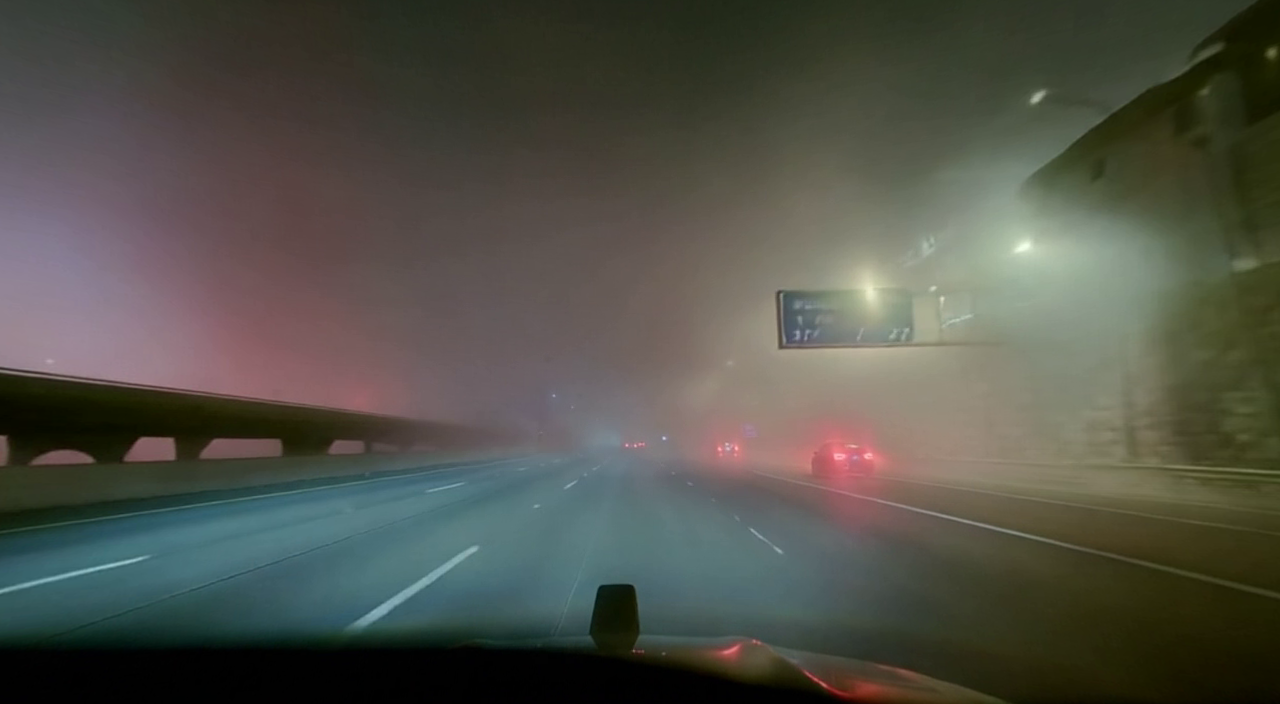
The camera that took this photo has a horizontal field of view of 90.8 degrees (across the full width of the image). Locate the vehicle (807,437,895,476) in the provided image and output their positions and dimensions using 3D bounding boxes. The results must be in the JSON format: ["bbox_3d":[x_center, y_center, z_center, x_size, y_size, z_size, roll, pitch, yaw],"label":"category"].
[{"bbox_3d":[9.716,4.848,29.650,2.165,1.636,5.175,1,-8,-3],"label":"vehicle"}]
